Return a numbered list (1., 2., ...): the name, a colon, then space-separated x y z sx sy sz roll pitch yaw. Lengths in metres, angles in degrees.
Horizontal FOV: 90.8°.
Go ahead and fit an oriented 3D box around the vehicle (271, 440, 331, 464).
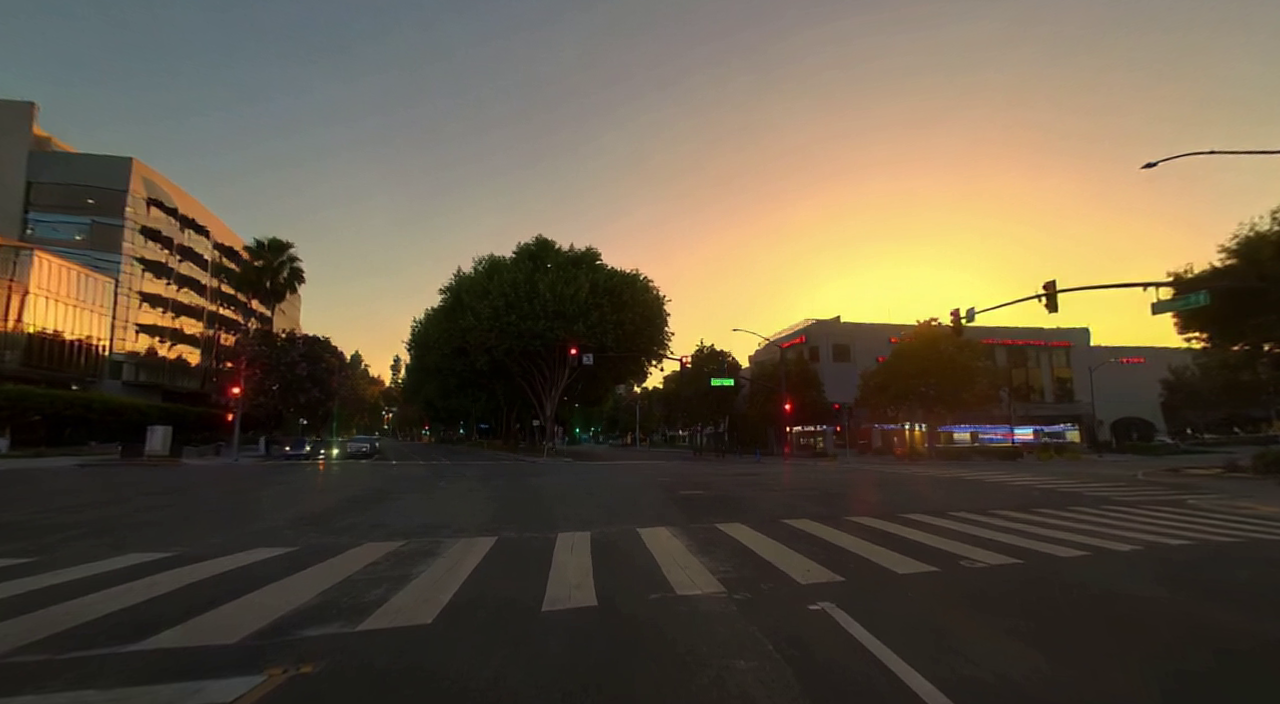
1. vehicle: -21.880 6.456 40.935 2.005 1.496 4.020 1 -9 -6
